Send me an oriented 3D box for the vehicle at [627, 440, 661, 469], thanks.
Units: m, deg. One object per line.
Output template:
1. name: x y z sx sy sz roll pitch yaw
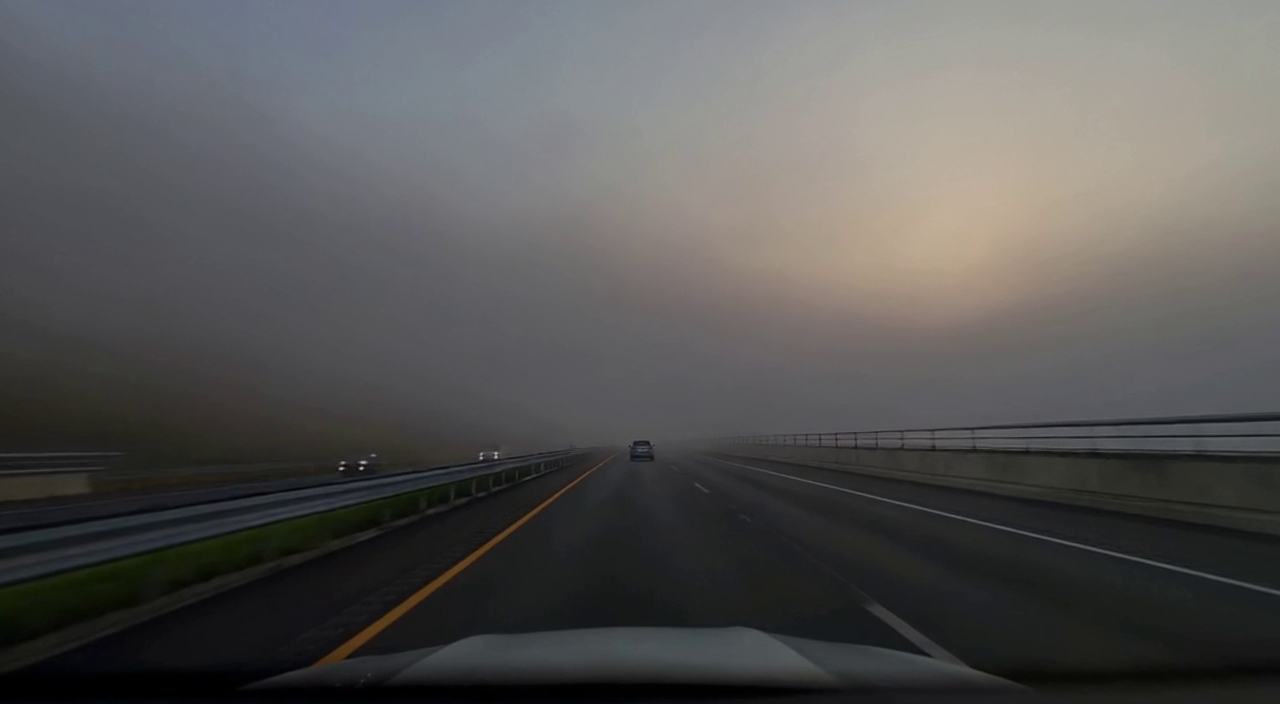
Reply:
1. vehicle: 0.238 6.502 40.195 2.059 1.696 4.165 0 -8 0

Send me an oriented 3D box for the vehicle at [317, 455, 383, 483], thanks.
1. vehicle: -17.315 6.974 37.811 1.836 1.478 4.655 0 -8 -1
